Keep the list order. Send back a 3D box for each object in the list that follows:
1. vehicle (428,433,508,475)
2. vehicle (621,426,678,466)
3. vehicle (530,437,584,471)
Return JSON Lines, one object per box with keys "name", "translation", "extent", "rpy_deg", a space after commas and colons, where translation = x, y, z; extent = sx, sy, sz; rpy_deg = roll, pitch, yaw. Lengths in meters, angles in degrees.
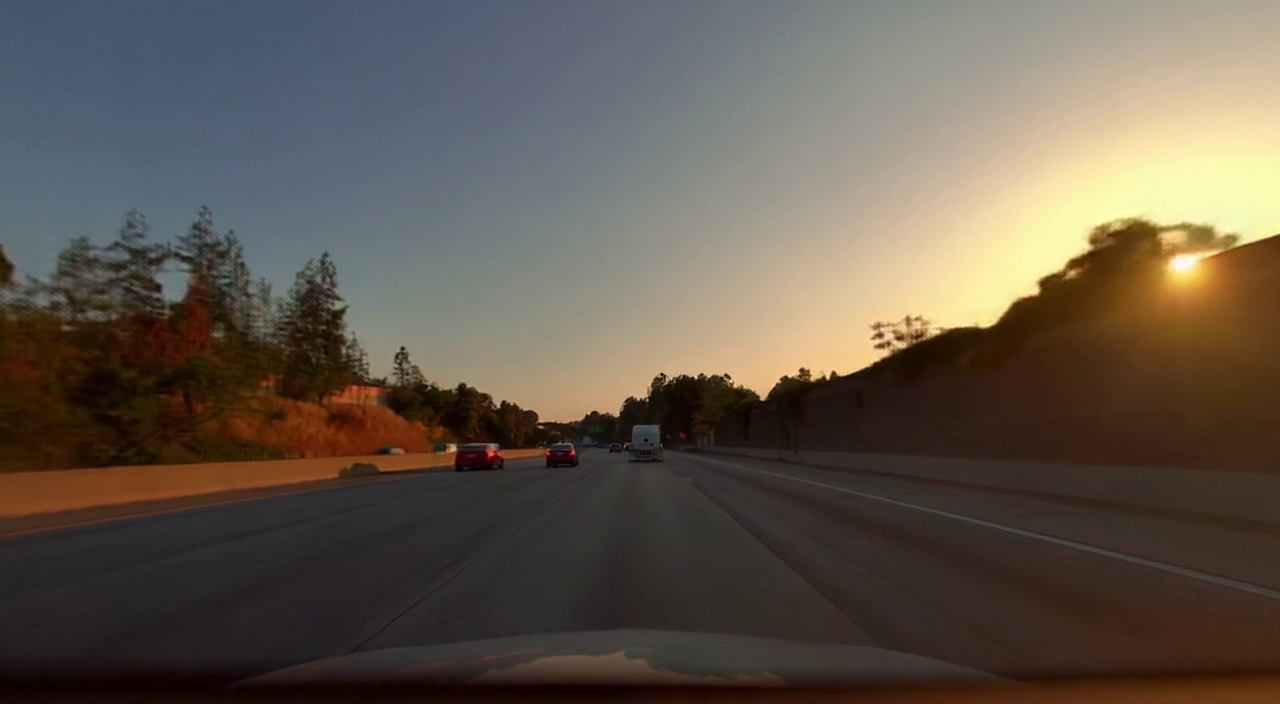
{"name": "vehicle", "translation": [-7.449, 4.480, 27.844], "extent": [2.189, 1.673, 4.699], "rpy_deg": [0, -8, 0]}
{"name": "vehicle", "translation": [0.479, 5.102, 34.149], "extent": [2.856, 1.994, 4.931], "rpy_deg": [0, -8, 0]}
{"name": "vehicle", "translation": [-4.003, 4.985, 31.014], "extent": [2.000, 1.512, 4.371], "rpy_deg": [0, -8, 1]}
